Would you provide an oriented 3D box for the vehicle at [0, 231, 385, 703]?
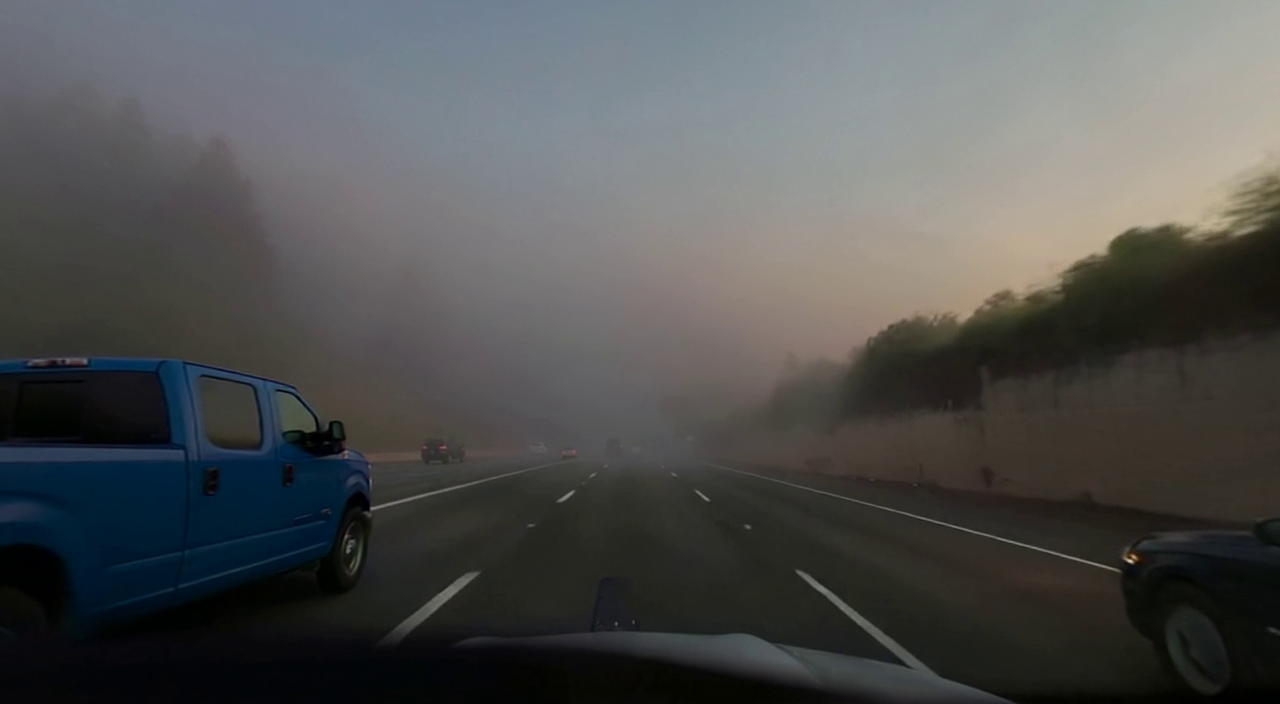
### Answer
[{"bbox_3d":[-3.563,0.651,2.472,2.483,2.100,6.208,0,-9,0],"label":"vehicle"}]

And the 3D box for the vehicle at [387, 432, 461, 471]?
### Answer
[{"bbox_3d":[-11.002,5.106,32.546,2.012,1.875,4.895,0,-9,1],"label":"vehicle"}]

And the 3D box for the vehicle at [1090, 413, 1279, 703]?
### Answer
[{"bbox_3d":[4.255,0.915,2.110,2.047,1.524,4.619,0,-9,-1],"label":"vehicle"}]
